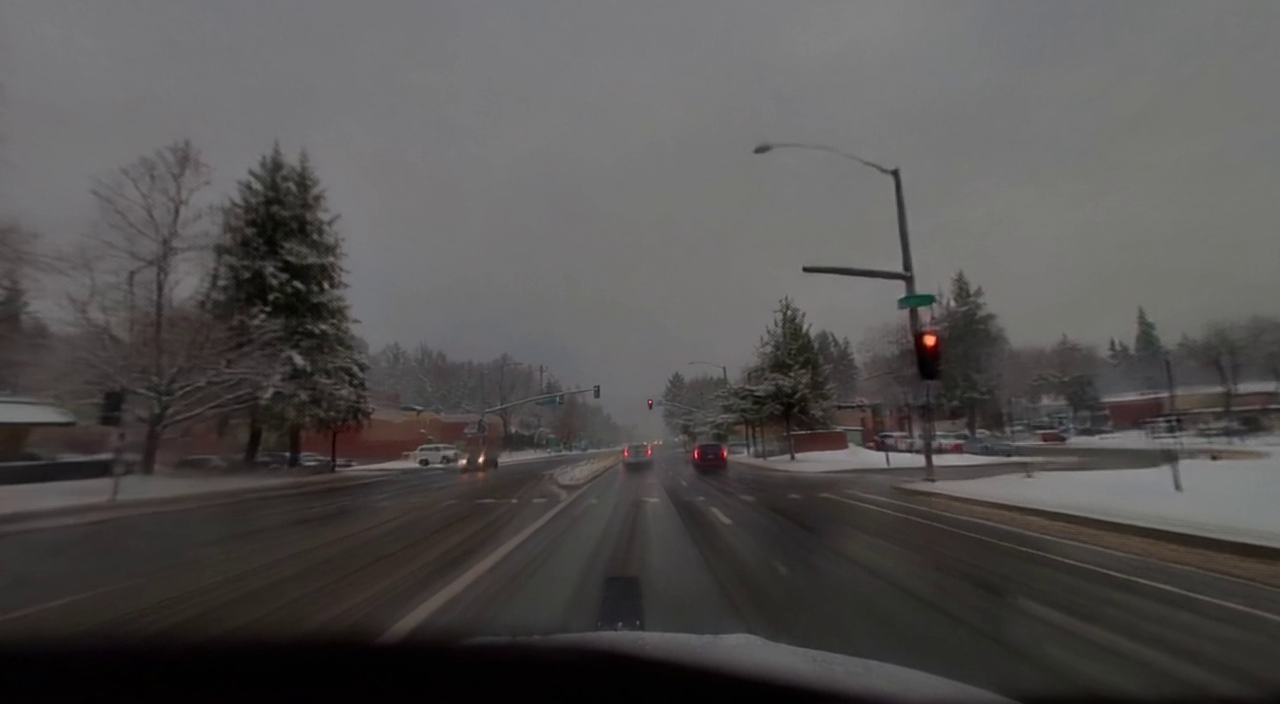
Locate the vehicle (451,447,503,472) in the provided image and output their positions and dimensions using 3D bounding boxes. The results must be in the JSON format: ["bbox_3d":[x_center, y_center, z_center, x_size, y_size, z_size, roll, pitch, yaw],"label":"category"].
[{"bbox_3d":[-10.129,6.715,39.561,2.033,1.439,4.567,0,-9,0],"label":"vehicle"}]

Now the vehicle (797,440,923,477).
[{"bbox_3d":[9.302,4.555,27.062,4.662,1.495,1.998,-1,-9,5],"label":"vehicle"}]

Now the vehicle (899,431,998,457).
[{"bbox_3d":[18.183,5.456,37.407,4.793,1.470,1.961,0,-9,1],"label":"vehicle"}]

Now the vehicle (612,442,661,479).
[{"bbox_3d":[-0.149,4.624,27.163,1.917,1.418,3.987,0,-9,0],"label":"vehicle"}]

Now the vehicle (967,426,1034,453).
[{"bbox_3d":[23.979,5.840,42.205,1.956,1.626,4.151,1,-8,0],"label":"vehicle"}]

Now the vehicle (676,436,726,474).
[{"bbox_3d":[3.014,5.225,32.218,2.046,1.768,4.370,0,-9,-1],"label":"vehicle"}]
